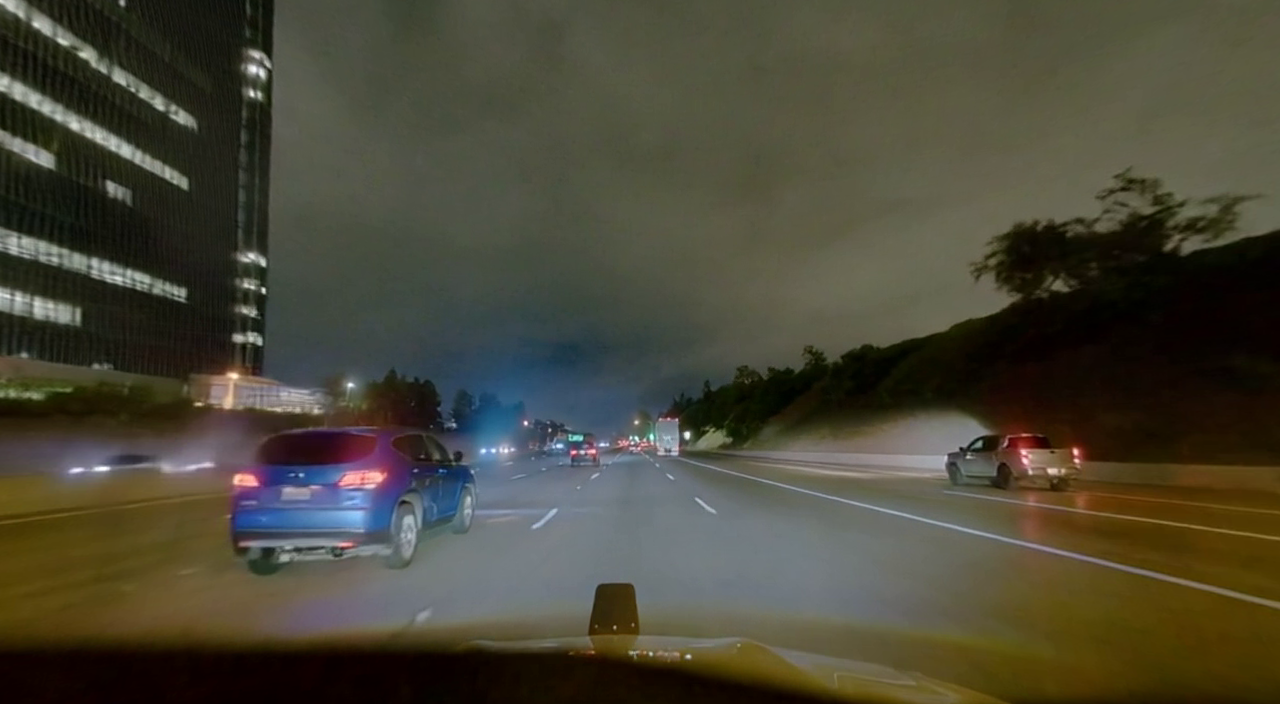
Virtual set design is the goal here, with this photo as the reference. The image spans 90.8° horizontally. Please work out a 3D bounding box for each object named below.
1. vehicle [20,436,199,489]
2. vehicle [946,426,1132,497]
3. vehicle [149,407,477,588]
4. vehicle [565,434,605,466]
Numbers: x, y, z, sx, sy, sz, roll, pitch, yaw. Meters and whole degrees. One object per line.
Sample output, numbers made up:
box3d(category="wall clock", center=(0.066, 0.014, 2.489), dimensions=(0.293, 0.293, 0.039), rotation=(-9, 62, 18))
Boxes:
box3d(category="vehicle", center=(-20.399, 4.281, 24.781), dimensions=(2.275, 1.834, 5.473), rotation=(0, -9, 0))
box3d(category="vehicle", center=(11.509, 3.210, 18.836), dimensions=(2.089, 1.787, 5.080), rotation=(0, -9, -2))
box3d(category="vehicle", center=(-3.671, 1.713, 8.219), dimensions=(2.039, 1.710, 4.237), rotation=(0, -9, -1))
box3d(category="vehicle", center=(-3.576, 6.576, 42.443), dimensions=(2.284, 2.022, 5.752), rotation=(0, -9, -1))
